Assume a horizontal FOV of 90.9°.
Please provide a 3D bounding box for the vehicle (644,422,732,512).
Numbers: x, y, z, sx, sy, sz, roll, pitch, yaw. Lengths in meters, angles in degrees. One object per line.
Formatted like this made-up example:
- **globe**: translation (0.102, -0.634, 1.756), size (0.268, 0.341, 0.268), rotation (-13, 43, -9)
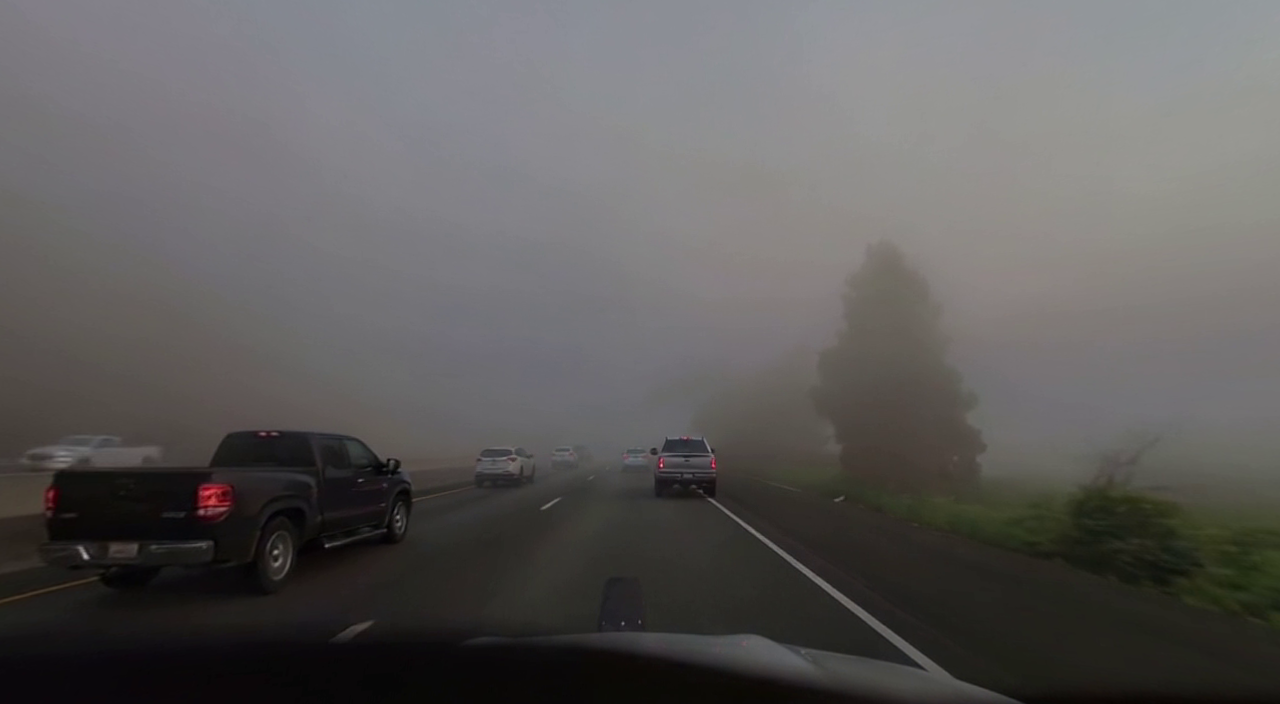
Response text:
- **vehicle**: translation (1.041, 2.771, 15.584), size (1.825, 1.920, 3.960), rotation (0, -9, 0)

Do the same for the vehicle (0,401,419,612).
- **vehicle**: translation (-4.228, 1.514, 7.009), size (2.034, 1.642, 3.969), rotation (0, -9, 1)

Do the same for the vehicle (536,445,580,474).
- **vehicle**: translation (-4.443, 5.861, 34.573), size (1.867, 1.489, 3.829), rotation (0, -9, 1)

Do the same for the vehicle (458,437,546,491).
- **vehicle**: translation (-4.578, 3.767, 21.528), size (1.934, 1.642, 4.201), rotation (0, -9, 2)
